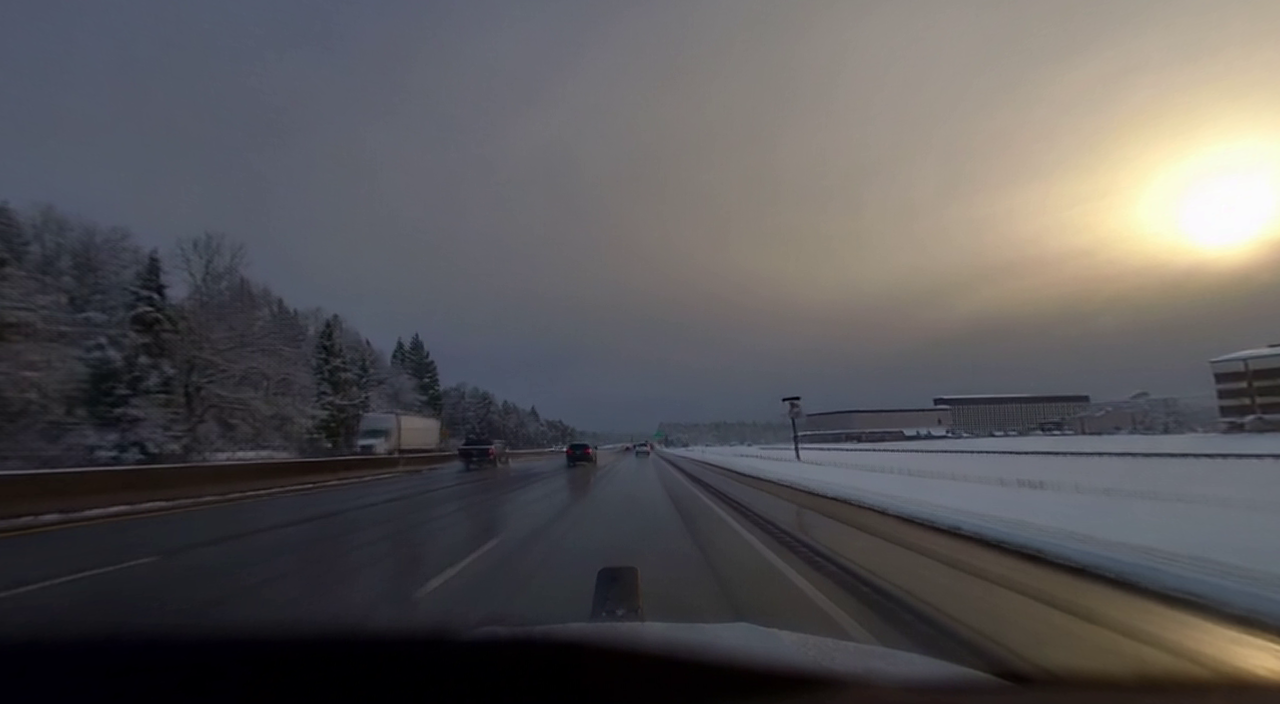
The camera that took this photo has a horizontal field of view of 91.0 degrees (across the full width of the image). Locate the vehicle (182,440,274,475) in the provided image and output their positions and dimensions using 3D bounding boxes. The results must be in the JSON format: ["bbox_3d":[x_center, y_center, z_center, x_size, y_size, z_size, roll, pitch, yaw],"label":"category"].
[{"bbox_3d":[-22.878,5.854,35.188,1.920,1.765,4.634,0,-8,1],"label":"vehicle"}]

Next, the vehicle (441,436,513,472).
[{"bbox_3d":[-7.492,4.745,29.488,2.034,1.523,4.627,0,-8,1],"label":"vehicle"}]

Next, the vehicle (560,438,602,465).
[{"bbox_3d":[-3.686,6.284,40.020,2.083,1.588,4.801,0,-8,2],"label":"vehicle"}]

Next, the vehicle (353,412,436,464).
[{"bbox_3d":[-18.838,6.712,49.031,2.951,3.679,8.155,0,-9,1],"label":"vehicle"}]
